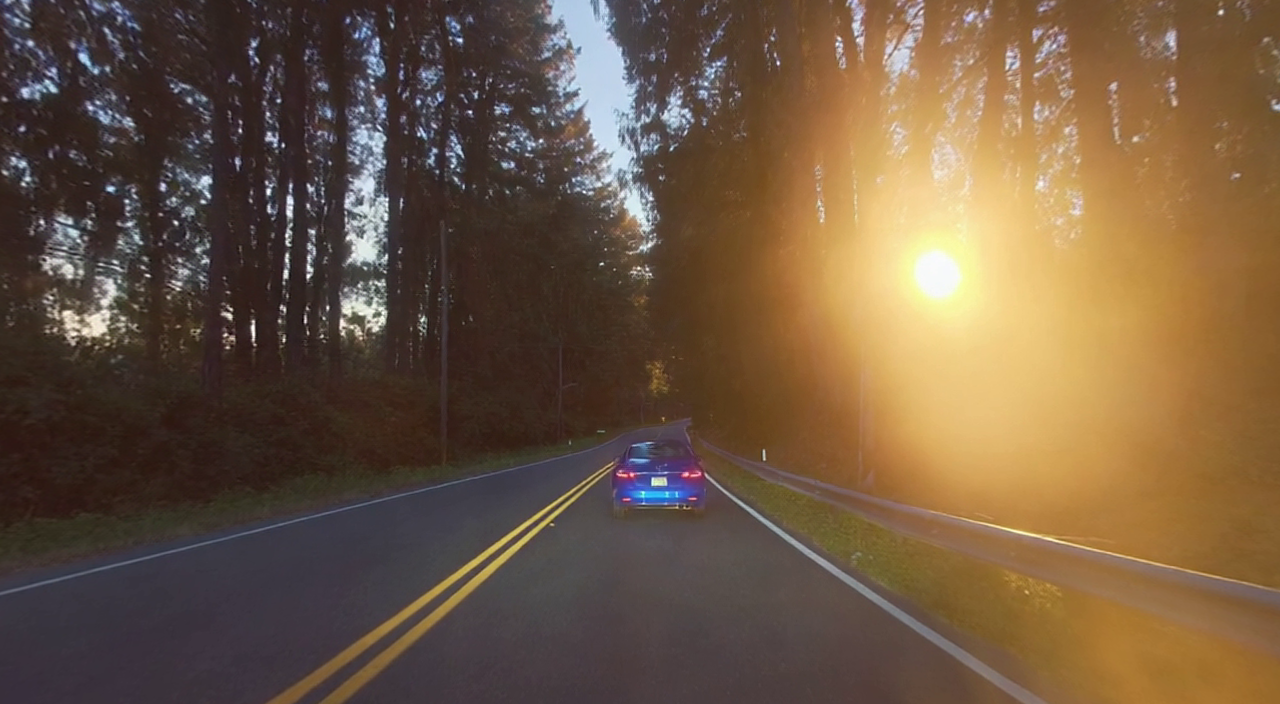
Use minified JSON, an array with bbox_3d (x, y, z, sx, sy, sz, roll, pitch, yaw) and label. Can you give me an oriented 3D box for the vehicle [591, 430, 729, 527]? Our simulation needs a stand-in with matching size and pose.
[{"bbox_3d":[0.322,2.291,11.932,2.187,1.533,3.726,0,-8,0],"label":"vehicle"}]
